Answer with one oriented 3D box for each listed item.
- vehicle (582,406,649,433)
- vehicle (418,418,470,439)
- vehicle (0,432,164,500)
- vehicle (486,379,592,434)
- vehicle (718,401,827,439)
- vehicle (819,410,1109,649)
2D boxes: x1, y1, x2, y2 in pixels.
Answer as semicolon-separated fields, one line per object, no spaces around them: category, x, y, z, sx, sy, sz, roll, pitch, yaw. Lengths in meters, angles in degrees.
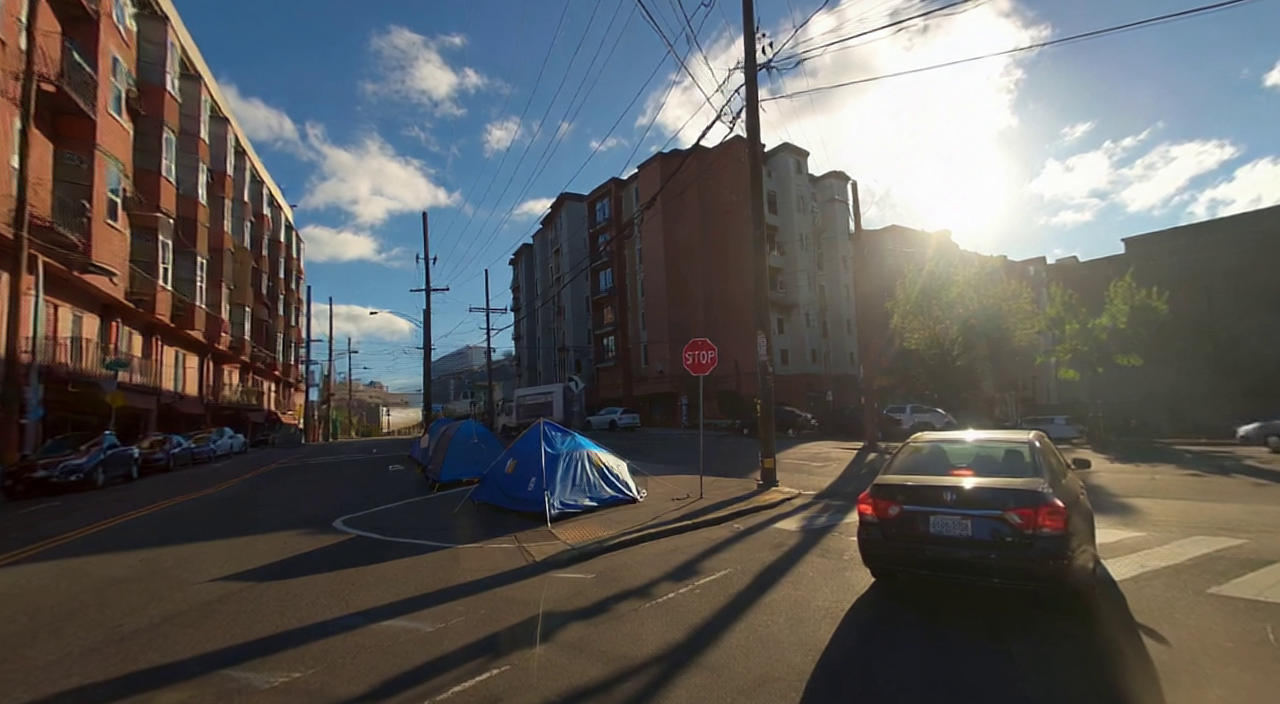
vehicle;-1.615;4.295;39.759;1.790;1.468;4.422;7;-11;-42
vehicle;-15.331;6.011;49.350;2.089;1.506;4.641;7;-11;-41
vehicle;-17.183;3.480;19.833;2.054;1.800;5.212;3;-9;-21
vehicle;-6.444;3.538;39.596;7.172;3.075;2.584;-7;-10;41
vehicle;5.772;3.084;27.956;4.363;1.511;1.838;-8;-11;42
vehicle;3.531;1.573;6.747;1.945;1.647;4.160;-6;-10;32
